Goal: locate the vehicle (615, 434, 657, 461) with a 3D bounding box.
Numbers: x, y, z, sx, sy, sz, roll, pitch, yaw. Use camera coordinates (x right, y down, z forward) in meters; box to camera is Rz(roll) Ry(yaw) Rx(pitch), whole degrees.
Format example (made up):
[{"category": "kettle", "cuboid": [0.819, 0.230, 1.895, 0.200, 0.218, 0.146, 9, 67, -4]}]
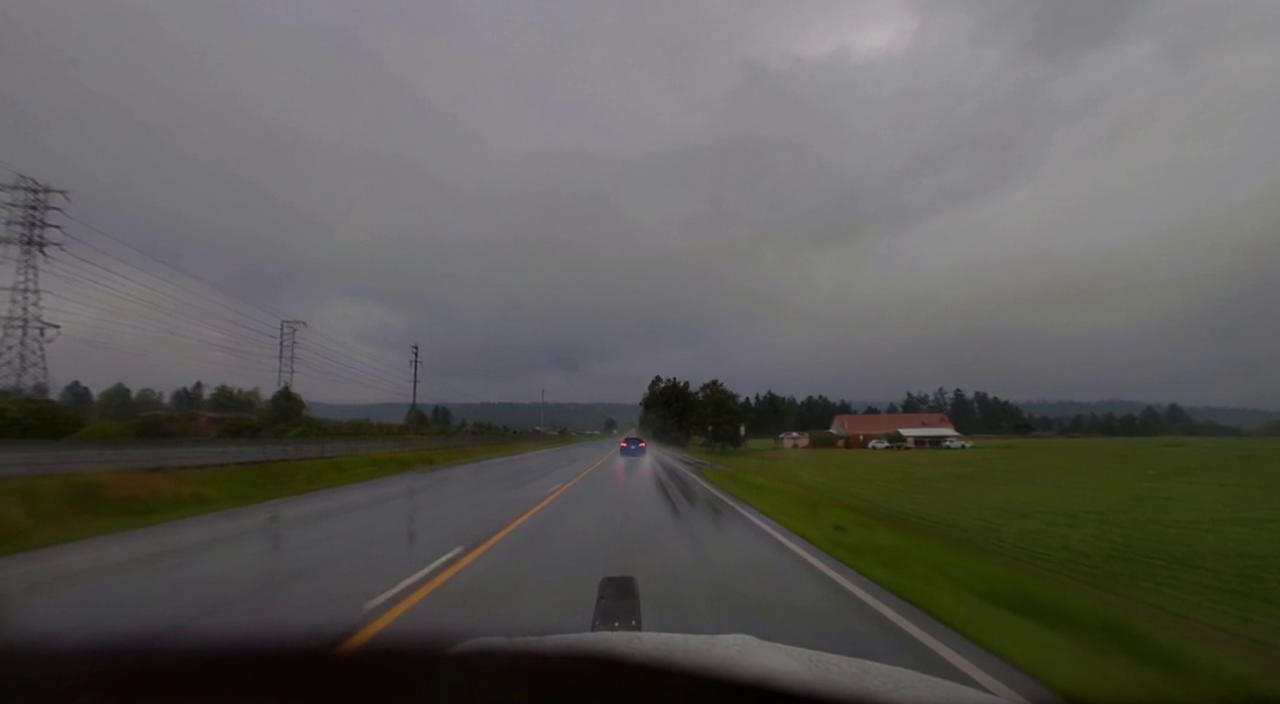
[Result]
[{"category": "vehicle", "cuboid": [-0.227, 5.391, 35.884, 2.241, 1.471, 3.829, 0, -8, -1]}]
